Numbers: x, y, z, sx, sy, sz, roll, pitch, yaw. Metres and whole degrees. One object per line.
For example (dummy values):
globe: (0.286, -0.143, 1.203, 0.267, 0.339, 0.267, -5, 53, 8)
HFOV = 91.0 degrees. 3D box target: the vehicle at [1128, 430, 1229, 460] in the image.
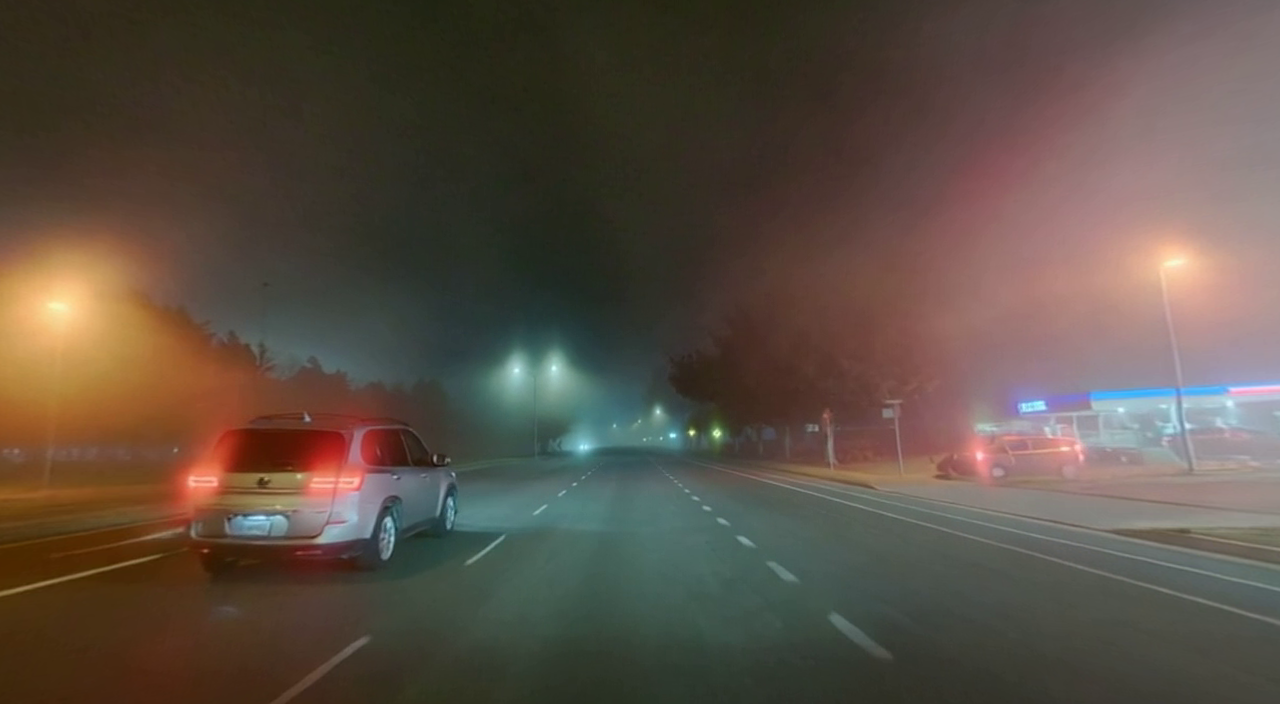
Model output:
vehicle: (30.744, 5.350, 36.030, 3.806, 1.635, 1.937, -1, -9, 6)

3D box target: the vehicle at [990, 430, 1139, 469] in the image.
vehicle: (17.452, 4.045, 26.089, 4.671, 1.466, 1.937, 0, -9, 5)

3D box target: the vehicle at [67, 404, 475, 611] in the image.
vehicle: (-3.599, 1.604, 7.503, 2.039, 1.656, 4.710, 0, -9, -1)

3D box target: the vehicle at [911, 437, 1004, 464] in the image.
vehicle: (18.304, 5.699, 36.441, 4.398, 1.457, 1.806, 0, -9, 1)

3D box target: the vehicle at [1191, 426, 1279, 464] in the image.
vehicle: (30.189, 4.525, 30.659, 4.507, 1.752, 2.016, -1, -9, 9)
